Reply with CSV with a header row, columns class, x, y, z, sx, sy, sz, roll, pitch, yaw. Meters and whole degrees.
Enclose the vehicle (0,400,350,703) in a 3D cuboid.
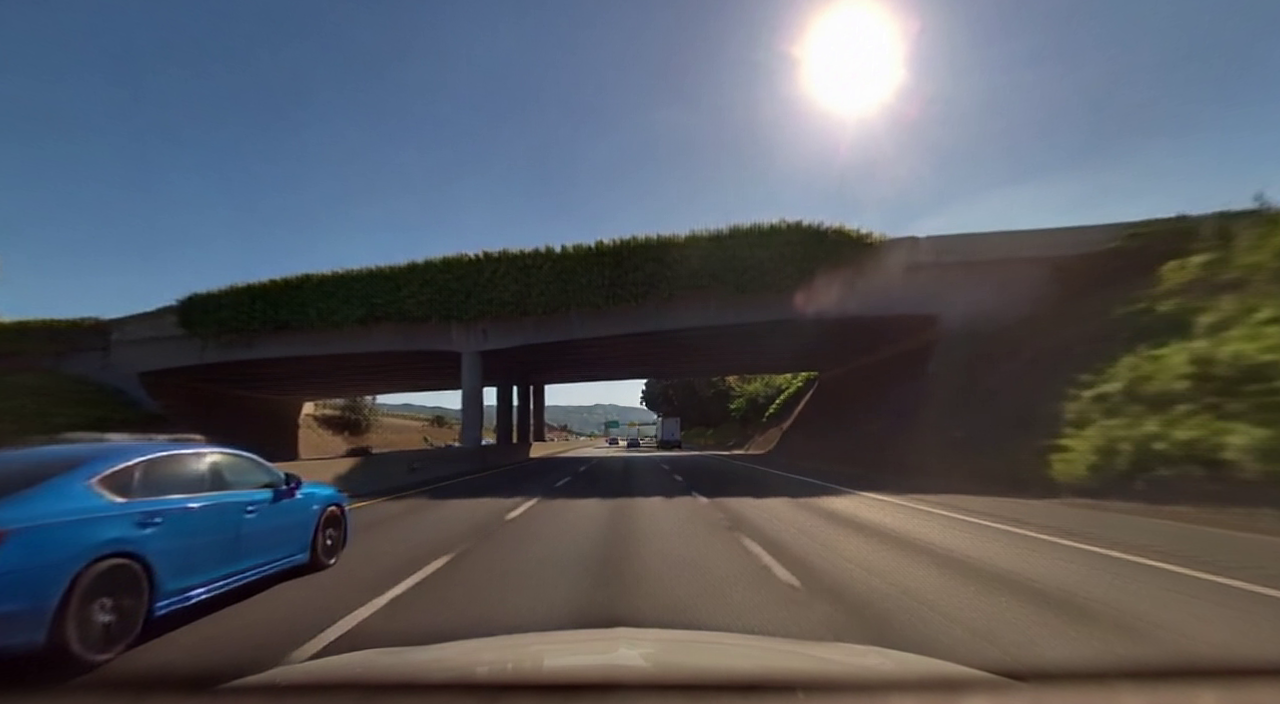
class,x,y,z,sx,sy,sz,roll,pitch,yaw
vehicle,-4.009,1.169,4.462,1.981,1.475,4.084,0,-8,0
